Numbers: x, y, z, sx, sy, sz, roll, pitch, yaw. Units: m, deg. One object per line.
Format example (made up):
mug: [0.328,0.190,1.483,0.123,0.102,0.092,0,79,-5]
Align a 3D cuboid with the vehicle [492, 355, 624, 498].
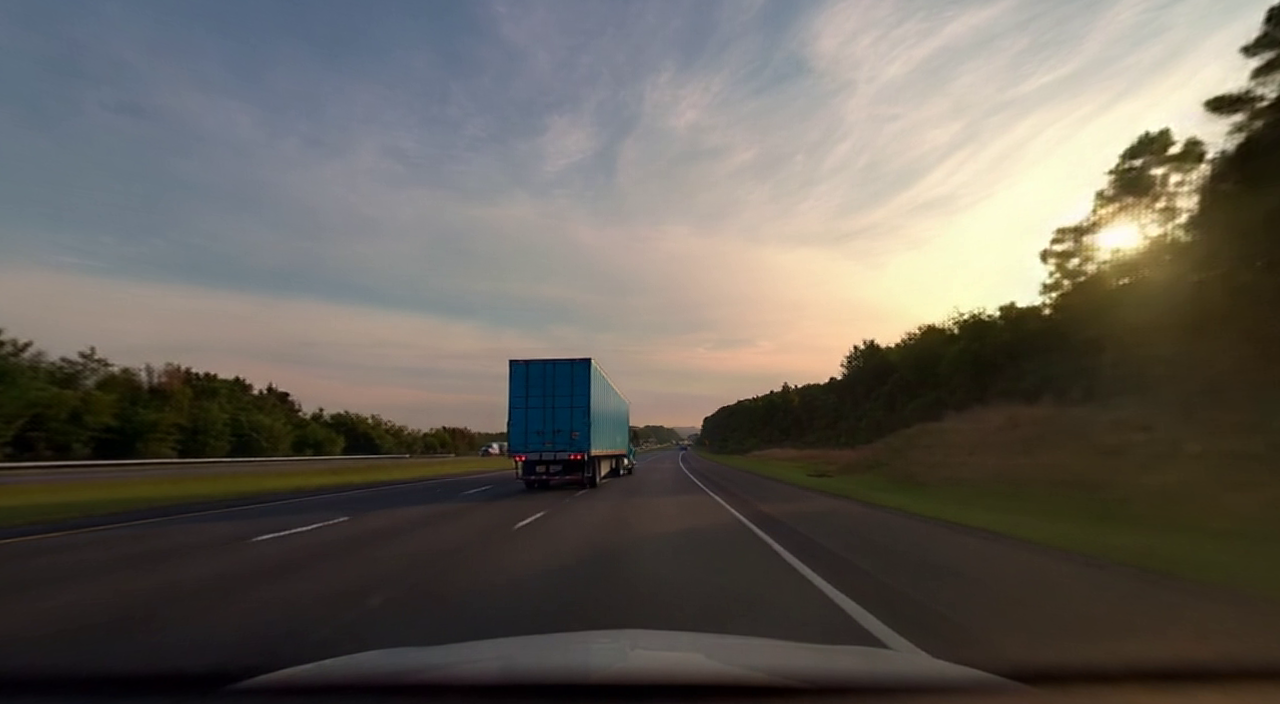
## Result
vehicle: [-2.506,3.213,25.230,2.851,4.098,14.436,0,-9,2]
